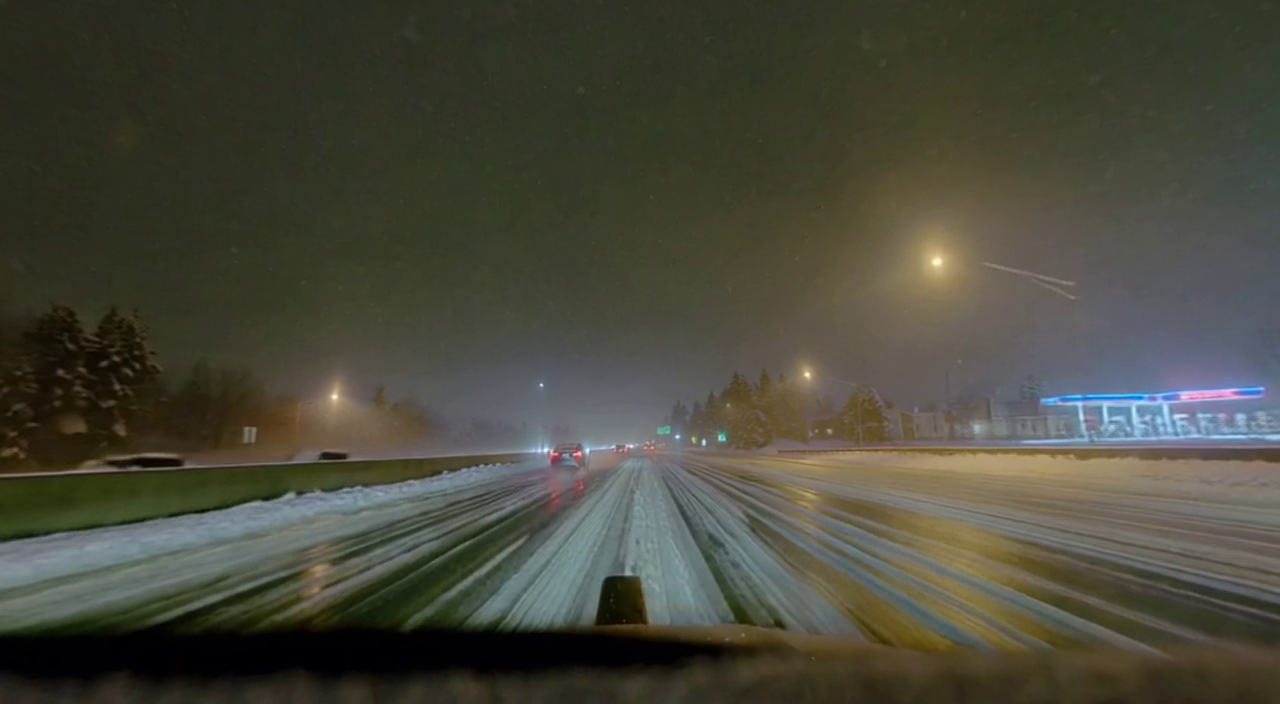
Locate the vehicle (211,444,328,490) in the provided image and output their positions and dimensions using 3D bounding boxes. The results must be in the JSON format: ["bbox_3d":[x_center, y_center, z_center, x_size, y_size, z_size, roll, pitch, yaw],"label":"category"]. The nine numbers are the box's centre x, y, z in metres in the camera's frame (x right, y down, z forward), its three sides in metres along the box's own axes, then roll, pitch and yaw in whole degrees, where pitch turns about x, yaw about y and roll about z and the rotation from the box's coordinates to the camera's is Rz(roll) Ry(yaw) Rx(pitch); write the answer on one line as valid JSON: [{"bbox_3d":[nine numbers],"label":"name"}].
[{"bbox_3d":[-14.384,4.450,24.824,1.868,1.603,4.417,-1,-9,1],"label":"vehicle"}]

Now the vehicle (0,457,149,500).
[{"bbox_3d":[-25.058,5.567,28.132,2.072,1.544,5.277,-2,-8,0],"label":"vehicle"}]

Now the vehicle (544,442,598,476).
[{"bbox_3d":[-3.340,5.291,31.417,2.114,1.510,4.186,-1,-9,1],"label":"vehicle"}]
